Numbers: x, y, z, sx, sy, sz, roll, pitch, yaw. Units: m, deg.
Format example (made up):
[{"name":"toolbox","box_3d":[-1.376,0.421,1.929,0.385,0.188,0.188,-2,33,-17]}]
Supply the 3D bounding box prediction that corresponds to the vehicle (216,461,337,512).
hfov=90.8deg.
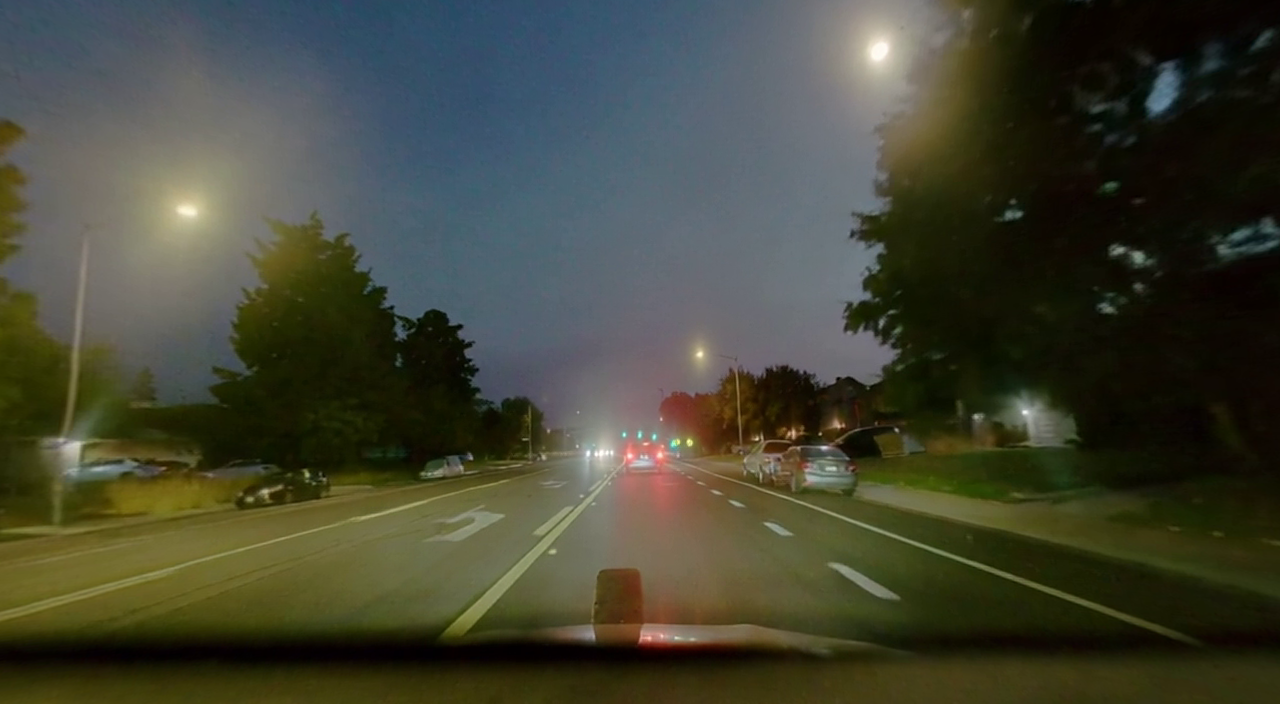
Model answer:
[{"name":"vehicle","box_3d":[-12.261,4.513,21.631,1.920,1.476,3.826,0,-9,-1]}]

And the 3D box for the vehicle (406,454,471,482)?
[{"name":"vehicle","box_3d":[-12.438,7.205,39.493,2.192,1.541,5.391,-1,-9,1]}]

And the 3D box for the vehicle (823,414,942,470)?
[{"name":"vehicle","box_3d":[11.895,4.464,31.309,4.855,2.572,2.358,-1,-8,-1]}]

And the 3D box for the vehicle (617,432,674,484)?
[{"name":"vehicle","box_3d":[0.179,4.378,26.439,2.153,1.942,4.767,0,-9,0]}]

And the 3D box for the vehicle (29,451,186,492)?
[{"name":"vehicle","box_3d":[-24.755,5.565,29.544,5.278,1.780,2.246,0,-9,0]}]

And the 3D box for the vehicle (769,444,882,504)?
[{"name":"vehicle","box_3d":[5.064,3.356,17.892,1.902,1.472,4.139,0,-9,-1]}]

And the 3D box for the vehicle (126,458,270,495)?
[{"name":"vehicle","box_3d":[-19.115,5.402,27.498,4.801,1.478,1.883,0,-9,-2]}]
